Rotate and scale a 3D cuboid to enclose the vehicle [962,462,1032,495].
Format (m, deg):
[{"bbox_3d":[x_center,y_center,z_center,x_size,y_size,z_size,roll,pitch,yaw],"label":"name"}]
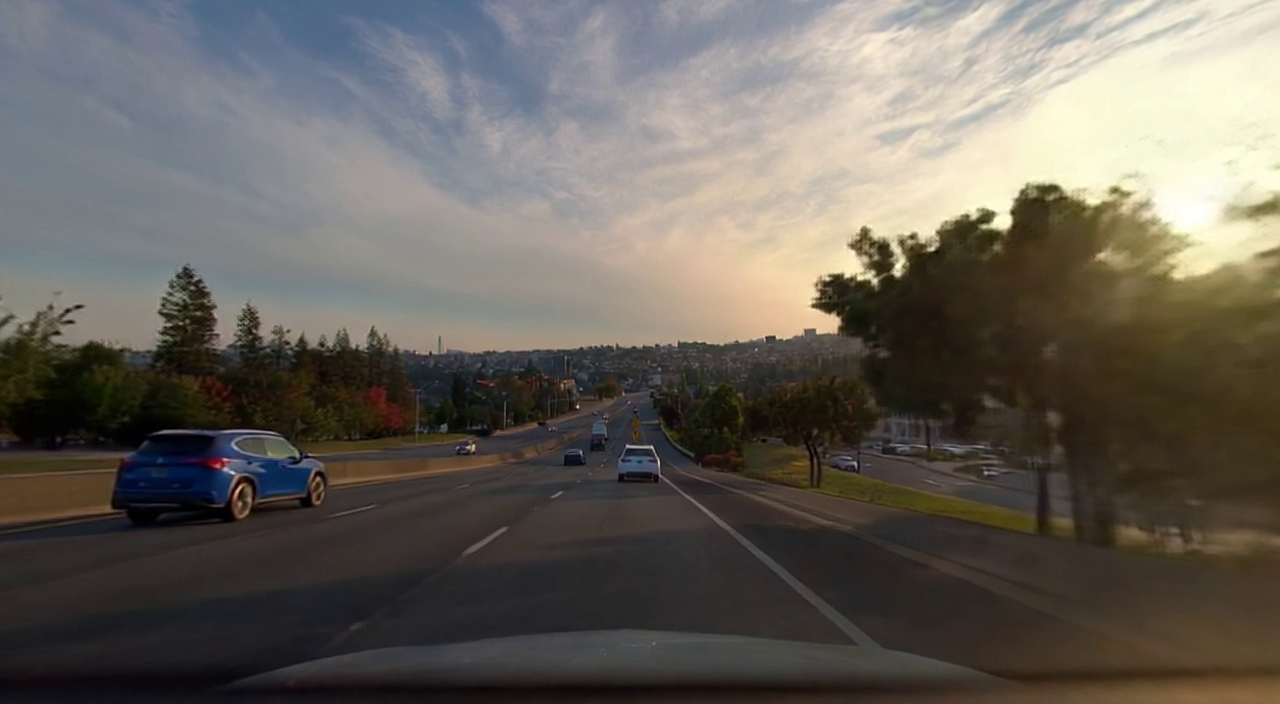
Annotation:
[{"bbox_3d":[25.656,9.068,45.619,1.975,1.950,4.526,-1,-7,-6],"label":"vehicle"}]

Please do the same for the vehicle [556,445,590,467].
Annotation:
[{"bbox_3d":[-5.118,8.013,48.846,2.123,1.592,4.505,0,-9,-1],"label":"vehicle"}]

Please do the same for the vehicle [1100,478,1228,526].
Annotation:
[{"bbox_3d":[26.984,7.695,32.823,1.858,1.849,4.942,0,-7,-10],"label":"vehicle"}]

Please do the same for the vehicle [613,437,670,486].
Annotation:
[{"bbox_3d":[0.029,4.421,25.805,2.125,1.830,4.370,0,-9,0],"label":"vehicle"}]

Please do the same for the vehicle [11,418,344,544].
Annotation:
[{"bbox_3d":[-7.358,2.094,10.995,1.997,1.650,5.090,0,-9,-1],"label":"vehicle"}]

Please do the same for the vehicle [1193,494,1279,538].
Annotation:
[{"bbox_3d":[27.645,7.287,27.804,1.874,1.577,4.877,5,-9,-8],"label":"vehicle"}]
